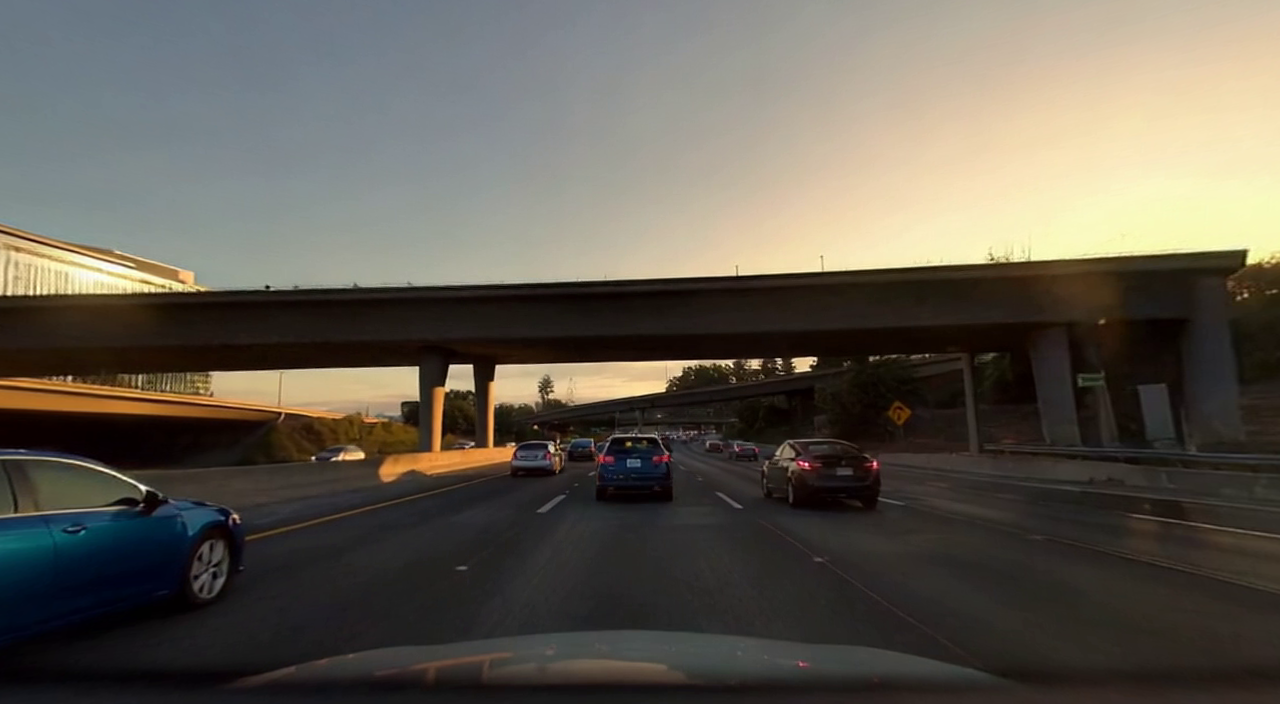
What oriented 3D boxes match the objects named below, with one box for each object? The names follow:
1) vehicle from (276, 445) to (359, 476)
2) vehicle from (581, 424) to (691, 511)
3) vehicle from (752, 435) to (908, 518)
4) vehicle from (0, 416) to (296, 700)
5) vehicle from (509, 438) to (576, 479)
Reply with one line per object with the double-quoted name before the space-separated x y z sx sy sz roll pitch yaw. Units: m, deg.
"vehicle" -17.650 5.948 34.774 1.931 1.528 4.799 0 -9 1
"vehicle" -0.054 2.596 14.547 2.181 1.697 4.021 0 -9 1
"vehicle" 3.936 2.660 14.007 2.031 1.492 4.577 0 -9 0
"vehicle" -4.351 1.155 3.826 1.974 1.478 4.412 0 -9 0
"vehicle" -3.921 4.351 26.044 1.947 1.516 4.295 0 -9 1
